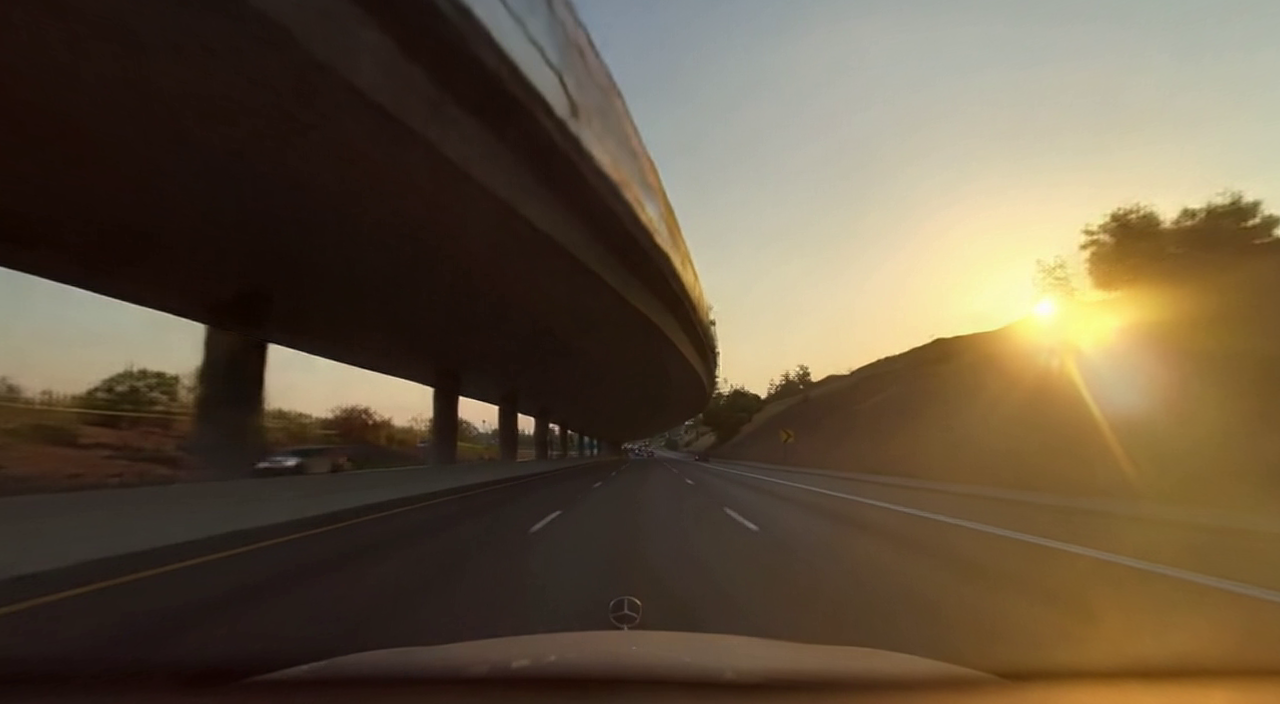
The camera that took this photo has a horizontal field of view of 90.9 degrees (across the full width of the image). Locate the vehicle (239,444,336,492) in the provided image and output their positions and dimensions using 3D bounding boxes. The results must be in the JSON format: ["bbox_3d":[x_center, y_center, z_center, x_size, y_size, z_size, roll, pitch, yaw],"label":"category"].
[{"bbox_3d":[-18.631,6.112,33.655,2.135,2.308,5.136,0,-9,0],"label":"vehicle"}]
